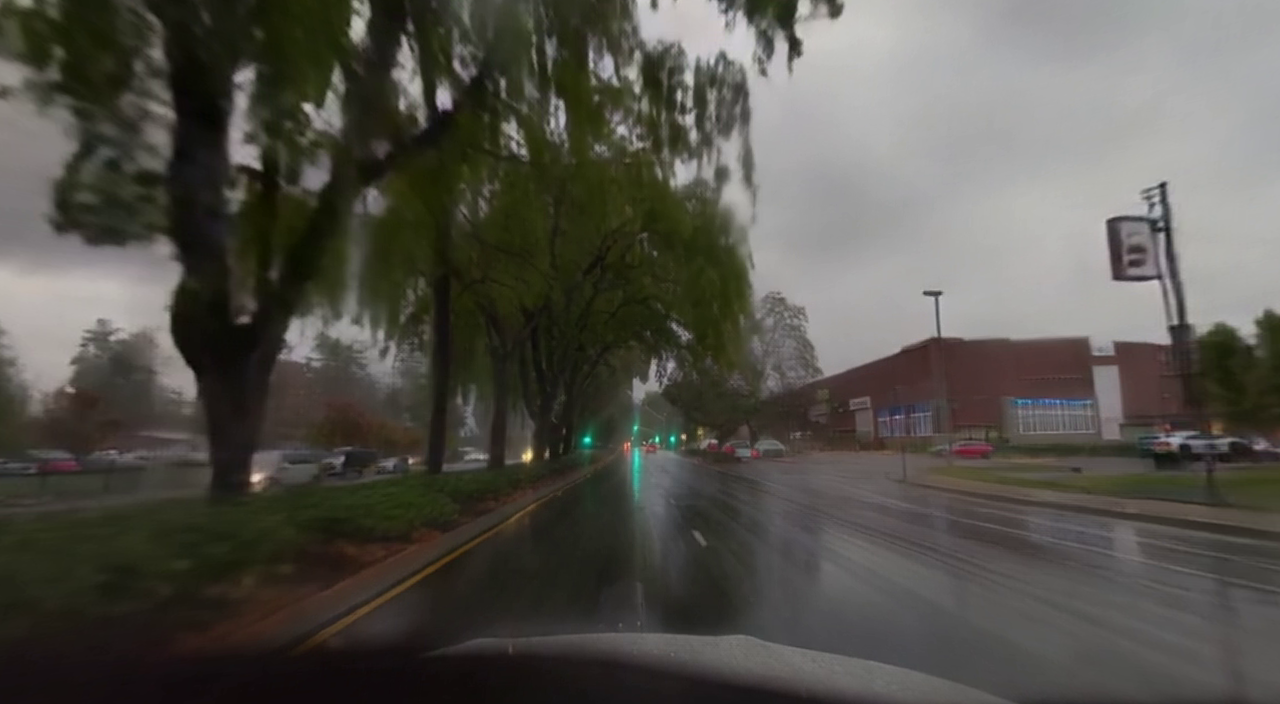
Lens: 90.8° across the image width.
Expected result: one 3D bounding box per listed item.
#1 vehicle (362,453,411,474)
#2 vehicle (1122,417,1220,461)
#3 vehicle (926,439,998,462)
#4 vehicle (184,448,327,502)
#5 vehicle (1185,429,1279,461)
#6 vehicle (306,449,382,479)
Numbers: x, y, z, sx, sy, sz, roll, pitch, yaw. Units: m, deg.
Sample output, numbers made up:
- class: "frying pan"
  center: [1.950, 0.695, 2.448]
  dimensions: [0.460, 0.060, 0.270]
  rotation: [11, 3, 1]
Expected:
- class: "vehicle"
  center: [-19.787, 8.695, 49.501]
  dimensions: [1.795, 1.452, 4.718]
  rotation: [0, -9, 1]
- class: "vehicle"
  center: [32.159, 5.309, 38.349]
  dimensions: [3.804, 2.526, 2.489]
  rotation: [1, -9, -11]
- class: "vehicle"
  center: [23.677, 7.219, 46.448]
  dimensions: [4.518, 1.599, 1.850]
  rotation: [2, -9, -13]
- class: "vehicle"
  center: [-13.453, 4.279, 22.537]
  dimensions: [1.990, 1.686, 4.611]
  rotation: [-1, -9, 3]
- class: "vehicle"
  center: [36.899, 5.740, 39.177]
  dimensions: [4.752, 1.730, 1.932]
  rotation: [-1, -9, -11]
- class: "vehicle"
  center: [-20.074, 7.581, 43.236]
  dimensions: [2.208, 1.882, 5.826]
  rotation: [-1, -9, 2]
